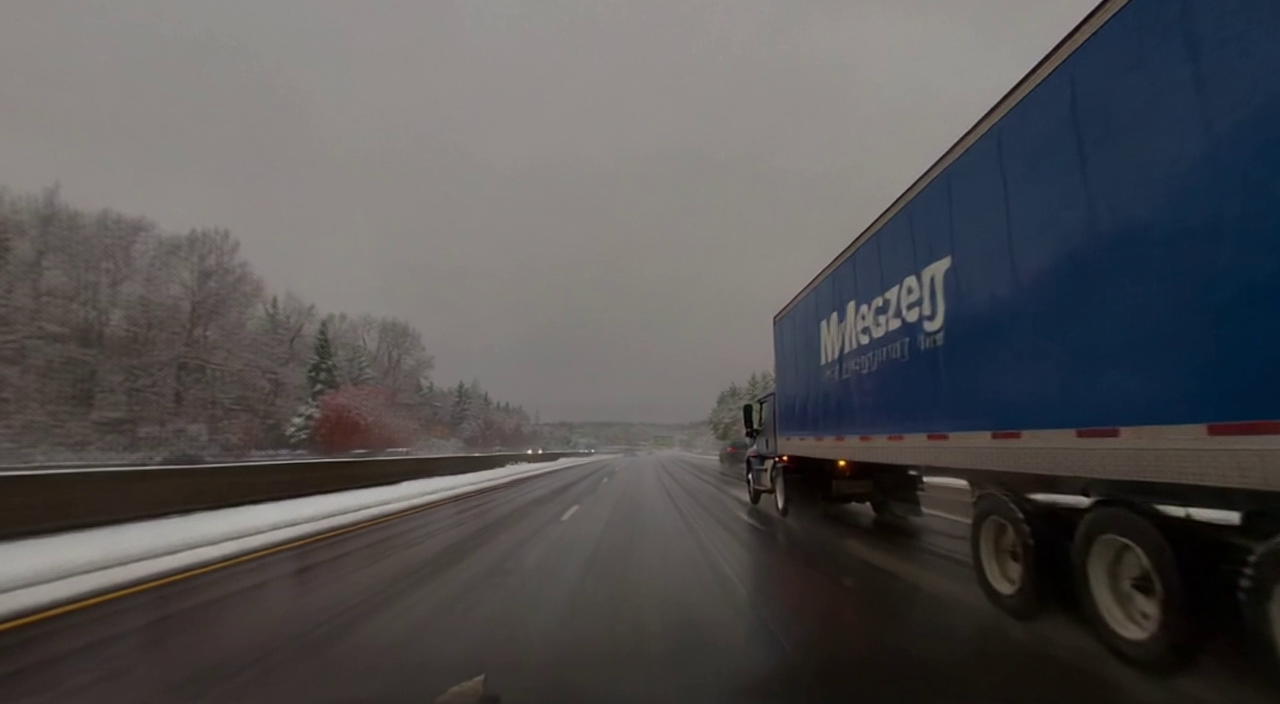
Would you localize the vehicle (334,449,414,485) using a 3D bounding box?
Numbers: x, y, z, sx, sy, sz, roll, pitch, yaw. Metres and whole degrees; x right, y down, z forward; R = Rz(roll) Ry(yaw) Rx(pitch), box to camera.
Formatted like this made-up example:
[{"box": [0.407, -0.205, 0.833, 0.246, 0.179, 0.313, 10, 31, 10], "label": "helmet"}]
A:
[{"box": [-11.504, 4.967, 27.355, 1.810, 1.461, 3.796, 0, -9, 0], "label": "vehicle"}]

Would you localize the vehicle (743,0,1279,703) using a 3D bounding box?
[{"box": [4.128, 0.430, 7.257, 3.003, 3.880, 16.814, 0, -9, 0], "label": "vehicle"}]

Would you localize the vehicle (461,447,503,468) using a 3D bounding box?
[{"box": [-11.759, 7.886, 46.924, 1.914, 1.511, 4.556, 0, -9, 1], "label": "vehicle"}]

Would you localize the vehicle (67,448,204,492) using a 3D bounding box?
[{"box": [-19.959, 4.637, 25.077, 1.927, 1.580, 4.233, 0, -9, 0], "label": "vehicle"}]
